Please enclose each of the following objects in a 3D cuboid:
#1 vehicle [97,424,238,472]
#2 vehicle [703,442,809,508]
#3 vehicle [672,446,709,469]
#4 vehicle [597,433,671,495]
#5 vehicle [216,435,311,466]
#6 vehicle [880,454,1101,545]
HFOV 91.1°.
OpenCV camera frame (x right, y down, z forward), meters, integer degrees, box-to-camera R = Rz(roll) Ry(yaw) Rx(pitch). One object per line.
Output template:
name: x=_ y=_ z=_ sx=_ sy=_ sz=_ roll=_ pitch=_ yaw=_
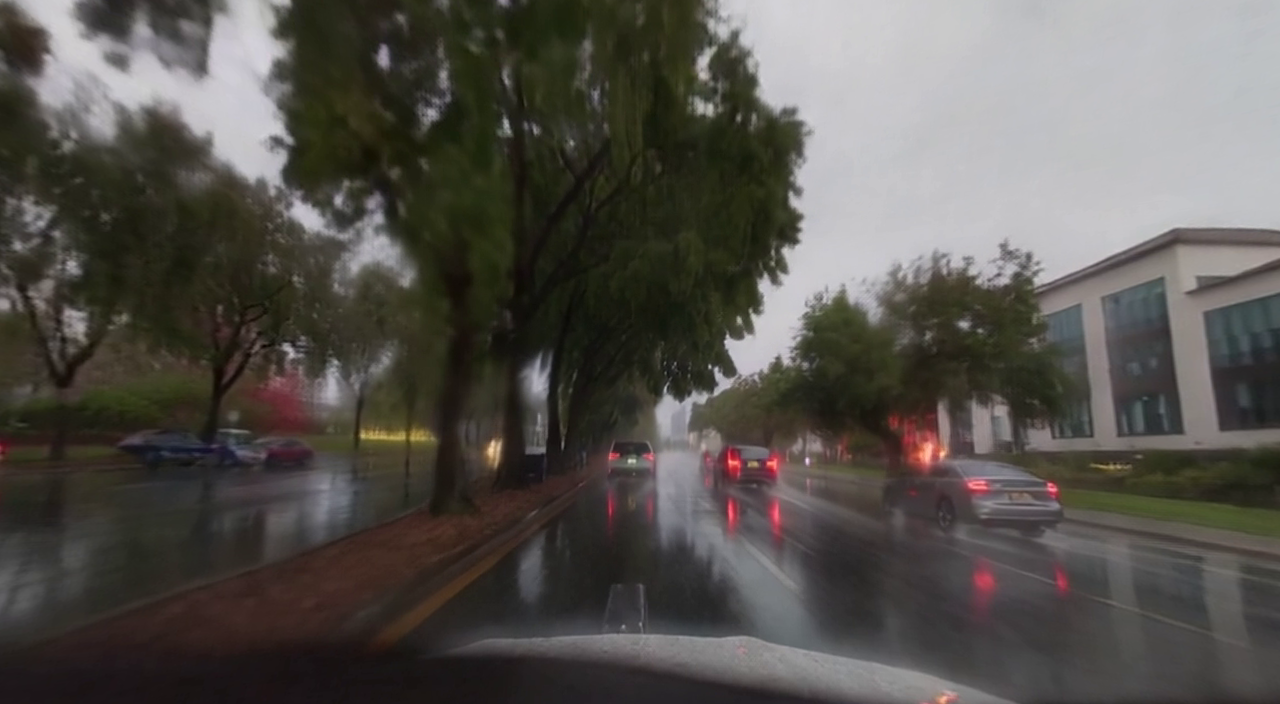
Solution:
vehicle: x=-19.097 y=3.922 z=25.735 sx=1.903 sy=1.768 sz=4.985 roll=0 pitch=-9 yaw=0
vehicle: x=2.928 y=3.191 z=16.805 sx=1.932 sy=1.510 sz=4.168 roll=0 pitch=-9 yaw=-1
vehicle: x=3.299 y=6.938 z=41.510 sx=2.012 sy=1.462 sz=4.163 roll=0 pitch=-9 yaw=-1
vehicle: x=-0.162 y=3.395 z=19.360 sx=2.008 sy=1.674 sz=4.239 roll=0 pitch=-9 yaw=0
vehicle: x=-18.949 y=4.989 z=31.926 sx=1.851 sy=1.477 sz=4.891 roll=0 pitch=-9 yaw=-1
vehicle: x=6.747 y=2.832 z=12.756 sx=1.944 sy=1.458 sz=4.268 roll=0 pitch=-9 yaw=-1
